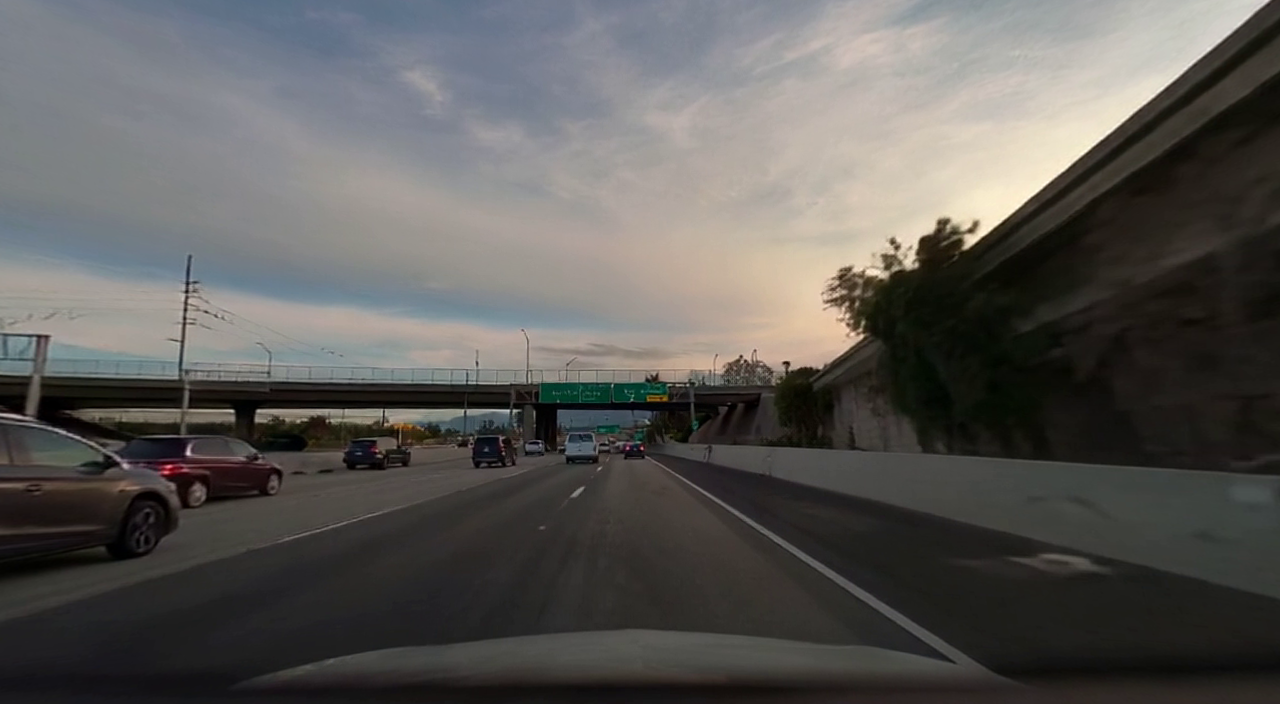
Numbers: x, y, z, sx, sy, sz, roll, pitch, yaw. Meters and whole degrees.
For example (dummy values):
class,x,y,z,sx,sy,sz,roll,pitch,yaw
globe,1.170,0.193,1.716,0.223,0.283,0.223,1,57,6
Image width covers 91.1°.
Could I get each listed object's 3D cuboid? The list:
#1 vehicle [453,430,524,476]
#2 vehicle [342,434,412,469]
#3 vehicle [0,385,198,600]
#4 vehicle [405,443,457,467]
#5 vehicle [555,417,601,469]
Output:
class,x,y,z,sx,sy,sz,roll,pitch,yaw
vehicle,-7.003,4.732,29.561,2.179,1.948,4.618,0,-8,0
vehicle,-17.235,6.544,41.460,2.258,2.139,5.495,0,-8,-1
vehicle,-6.583,1.095,4.658,2.355,1.805,5.938,0,-8,-1
vehicle,-13.764,6.808,41.582,1.899,1.485,4.368,0,-8,0
vehicle,-3.638,5.517,38.118,2.301,2.843,6.458,0,-8,-1
